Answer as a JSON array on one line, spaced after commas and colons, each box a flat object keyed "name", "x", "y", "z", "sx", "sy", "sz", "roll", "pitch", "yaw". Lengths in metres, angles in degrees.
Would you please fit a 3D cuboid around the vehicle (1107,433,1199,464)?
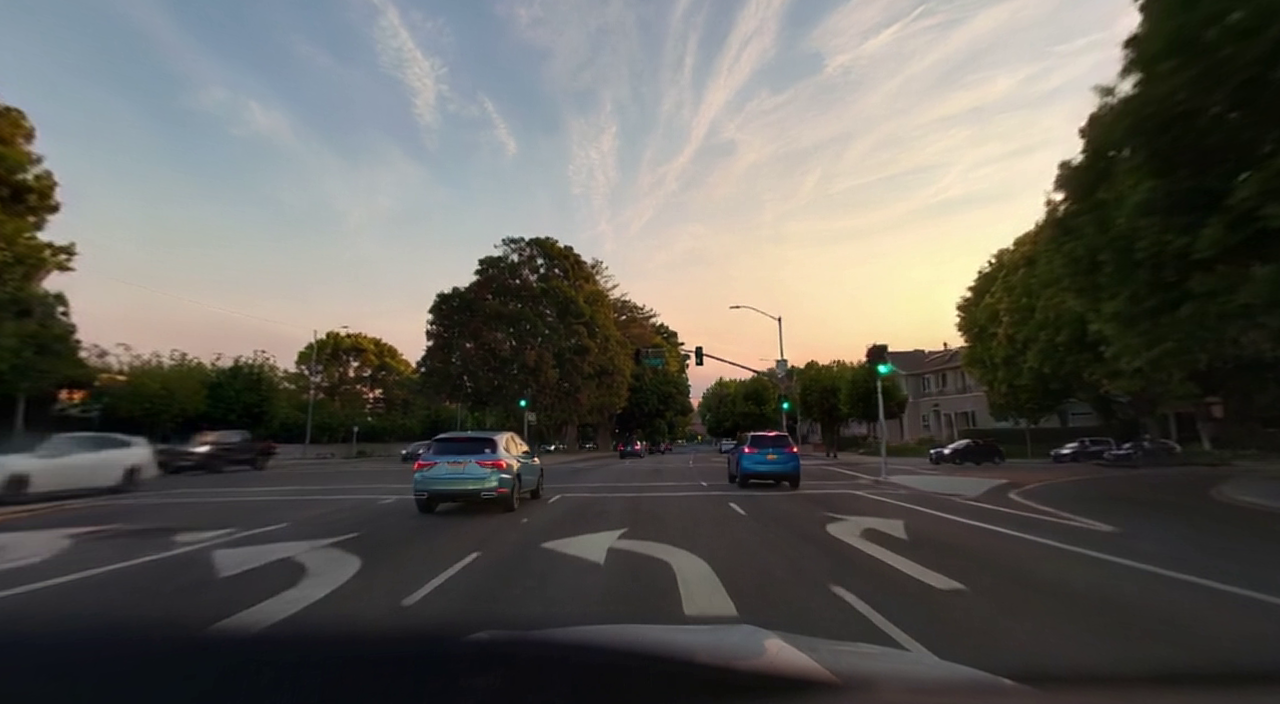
[{"name": "vehicle", "x": 31.208, "y": 5.863, "z": 38.477, "sx": 4.524, "sy": 1.765, "sz": 2.086, "roll": 2, "pitch": -9, "yaw": -18}]

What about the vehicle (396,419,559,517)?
[{"name": "vehicle", "x": -3.124, "y": 2.343, "z": 13.334, "sx": 2.045, "sy": 1.688, "sz": 4.632, "roll": -1, "pitch": -8, "yaw": 2}]

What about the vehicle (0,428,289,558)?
[{"name": "vehicle", "x": -7.517, "y": 1.942, "z": 9.567, "sx": 1.999, "sy": 1.465, "sz": 4.640, "roll": 0, "pitch": -8, "yaw": -4}]

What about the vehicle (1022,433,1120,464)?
[{"name": "vehicle", "x": 24.696, "y": 5.515, "z": 36.239, "sx": 4.479, "sy": 1.652, "sz": 2.174, "roll": 2, "pitch": -8, "yaw": -17}]

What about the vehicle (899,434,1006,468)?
[{"name": "vehicle", "x": 16.854, "y": 5.323, "z": 34.091, "sx": 4.922, "sy": 1.630, "sz": 2.094, "roll": 1, "pitch": -8, "yaw": -16}]

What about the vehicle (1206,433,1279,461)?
[{"name": "vehicle", "x": 39.576, "y": 6.168, "z": 40.989, "sx": 4.662, "sy": 1.700, "sz": 1.985, "roll": 2, "pitch": -9, "yaw": -18}]

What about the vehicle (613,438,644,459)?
[{"name": "vehicle", "x": -0.863, "y": 7.576, "z": 49.695, "sx": 1.988, "sy": 1.569, "sz": 4.202, "roll": -1, "pitch": -8, "yaw": 4}]

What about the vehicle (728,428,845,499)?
[{"name": "vehicle", "x": 3.788, "y": 2.958, "z": 17.230, "sx": 2.132, "sy": 1.659, "sz": 4.387, "roll": 0, "pitch": -8, "yaw": 0}]
